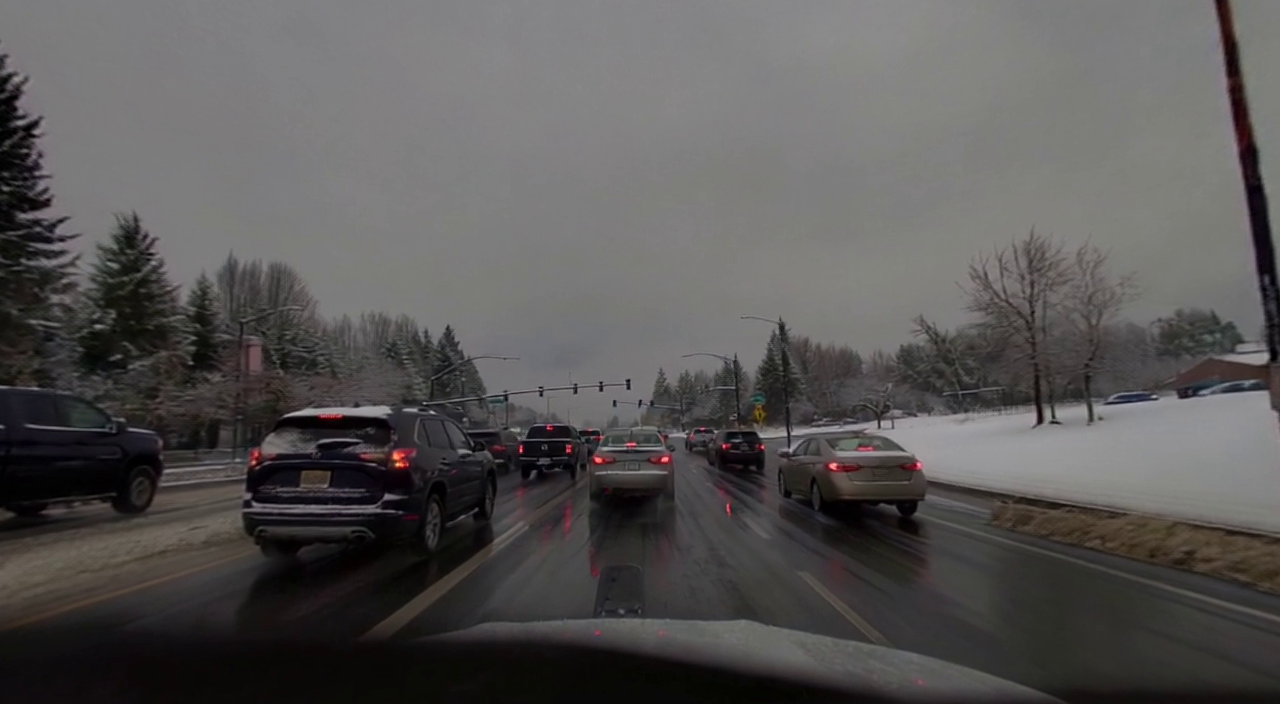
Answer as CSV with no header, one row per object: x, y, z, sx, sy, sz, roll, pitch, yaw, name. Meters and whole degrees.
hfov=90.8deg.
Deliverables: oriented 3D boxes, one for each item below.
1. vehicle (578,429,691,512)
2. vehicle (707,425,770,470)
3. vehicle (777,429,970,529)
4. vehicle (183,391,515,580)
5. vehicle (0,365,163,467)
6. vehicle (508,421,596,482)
-0.078,2.459,13.611,2.030,1.477,4.330,0,-8,1,vehicle
4.350,4.301,28.607,2.099,1.845,4.363,0,-8,0,vehicle
3.905,2.182,11.464,1.884,1.463,4.195,0,-8,0,vehicle
-3.250,1.625,8.613,2.111,1.745,5.274,0,-8,-1,vehicle
-27.818,2.761,26.836,3.181,4.189,14.107,-1,-8,5,vehicle
-2.828,3.354,21.459,2.218,1.829,4.492,0,-8,2,vehicle
